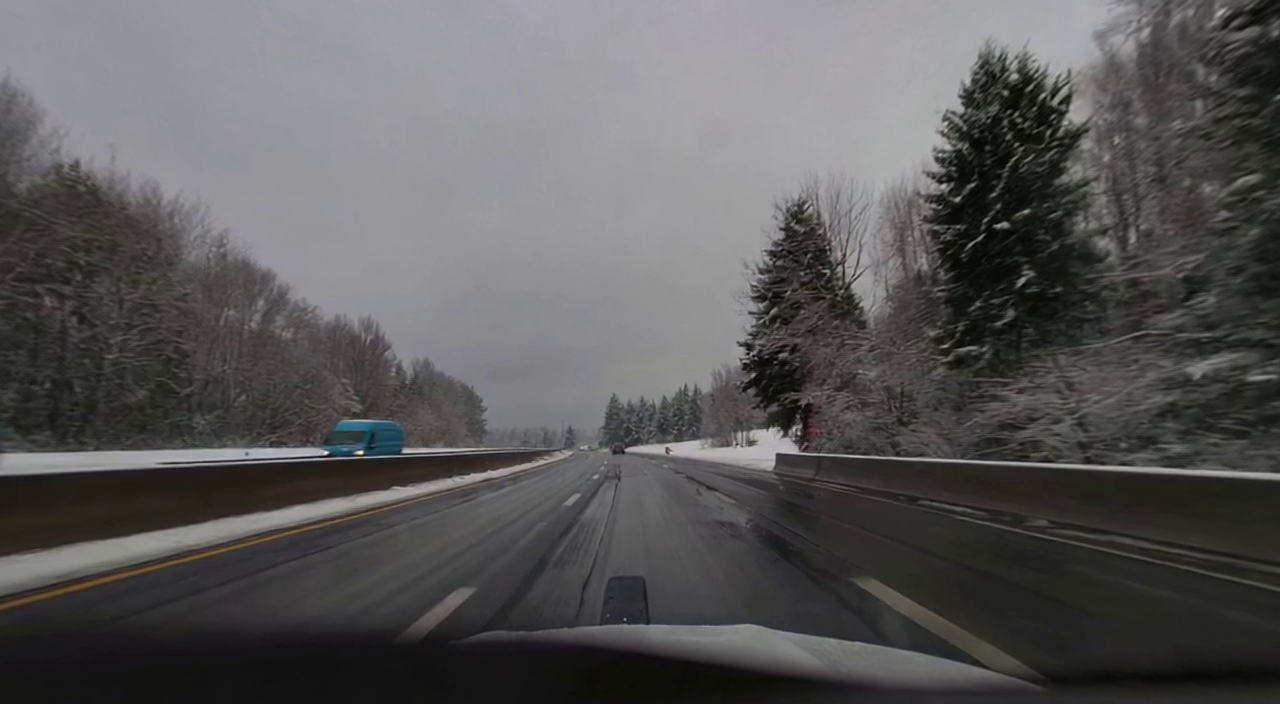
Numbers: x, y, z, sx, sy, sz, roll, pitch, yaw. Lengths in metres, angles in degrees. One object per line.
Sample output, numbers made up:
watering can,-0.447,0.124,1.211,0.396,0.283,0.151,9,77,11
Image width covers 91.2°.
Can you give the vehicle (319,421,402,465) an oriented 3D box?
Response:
vehicle,-16.287,5.390,36.959,2.276,2.354,5.753,0,-9,-1
